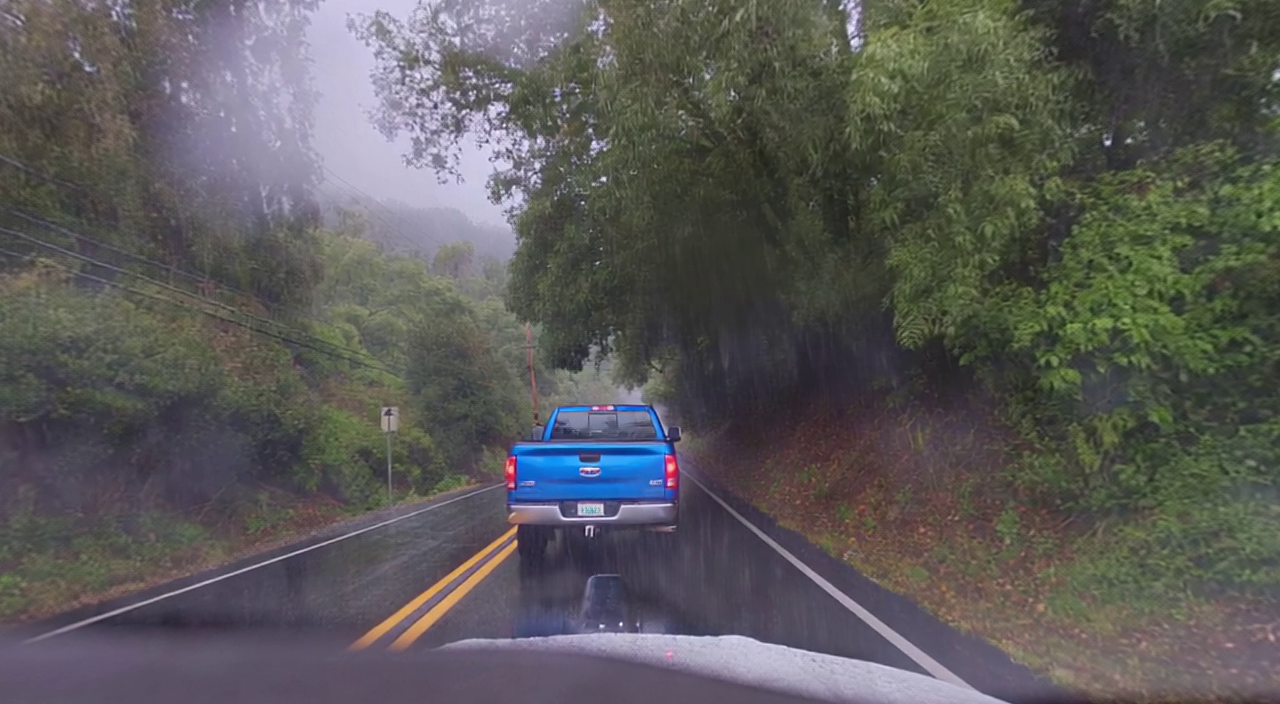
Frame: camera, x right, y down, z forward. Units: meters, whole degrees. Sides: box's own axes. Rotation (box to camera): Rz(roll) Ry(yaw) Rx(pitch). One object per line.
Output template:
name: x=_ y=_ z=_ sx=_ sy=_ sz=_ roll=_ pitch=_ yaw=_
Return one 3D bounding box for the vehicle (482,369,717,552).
vehicle: x=-0.533 y=1.748 z=10.720 sx=2.837 sy=2.223 sz=5.885 roll=0 pitch=-8 yaw=-1
